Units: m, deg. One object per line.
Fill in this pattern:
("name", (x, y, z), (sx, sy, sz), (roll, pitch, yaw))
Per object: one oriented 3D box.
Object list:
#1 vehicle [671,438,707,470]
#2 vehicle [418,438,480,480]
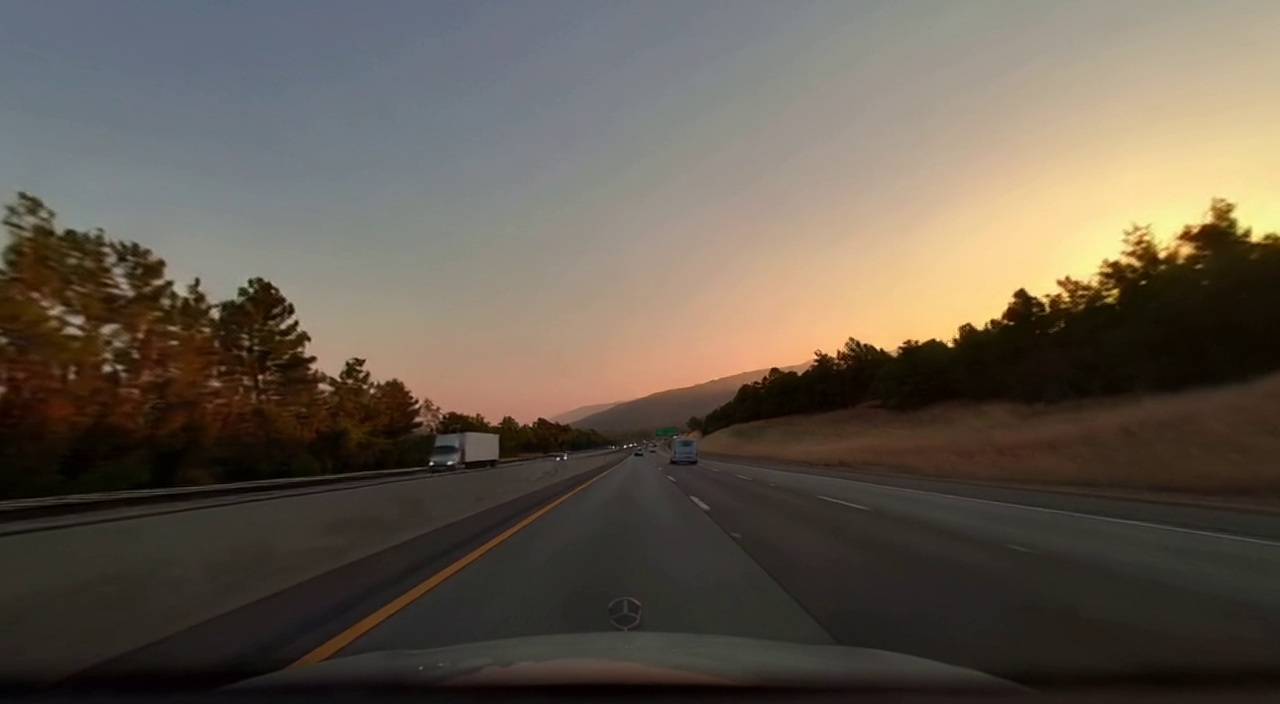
("vehicle", (3.693, 7.862, 48.784), (2.242, 2.285, 5.015), (0, -9, -2))
("vehicle", (-12.032, 6.784, 40.147), (2.273, 2.442, 5.112), (0, -9, 1))
